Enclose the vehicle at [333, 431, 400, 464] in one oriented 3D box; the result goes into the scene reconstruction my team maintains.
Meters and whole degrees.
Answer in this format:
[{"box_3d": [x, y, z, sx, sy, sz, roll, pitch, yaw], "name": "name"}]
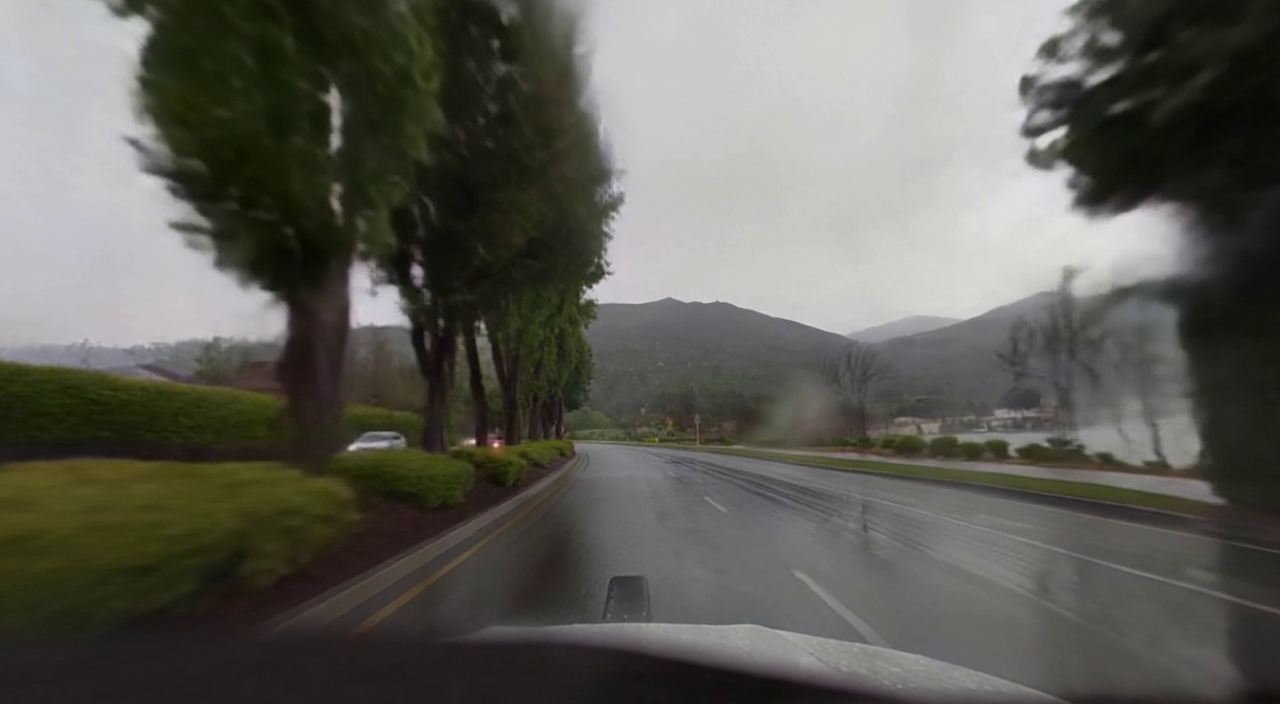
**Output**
[{"box_3d": [-14.089, 4.964, 32.723, 1.809, 1.592, 4.060, 0, -8, -3], "name": "vehicle"}]
